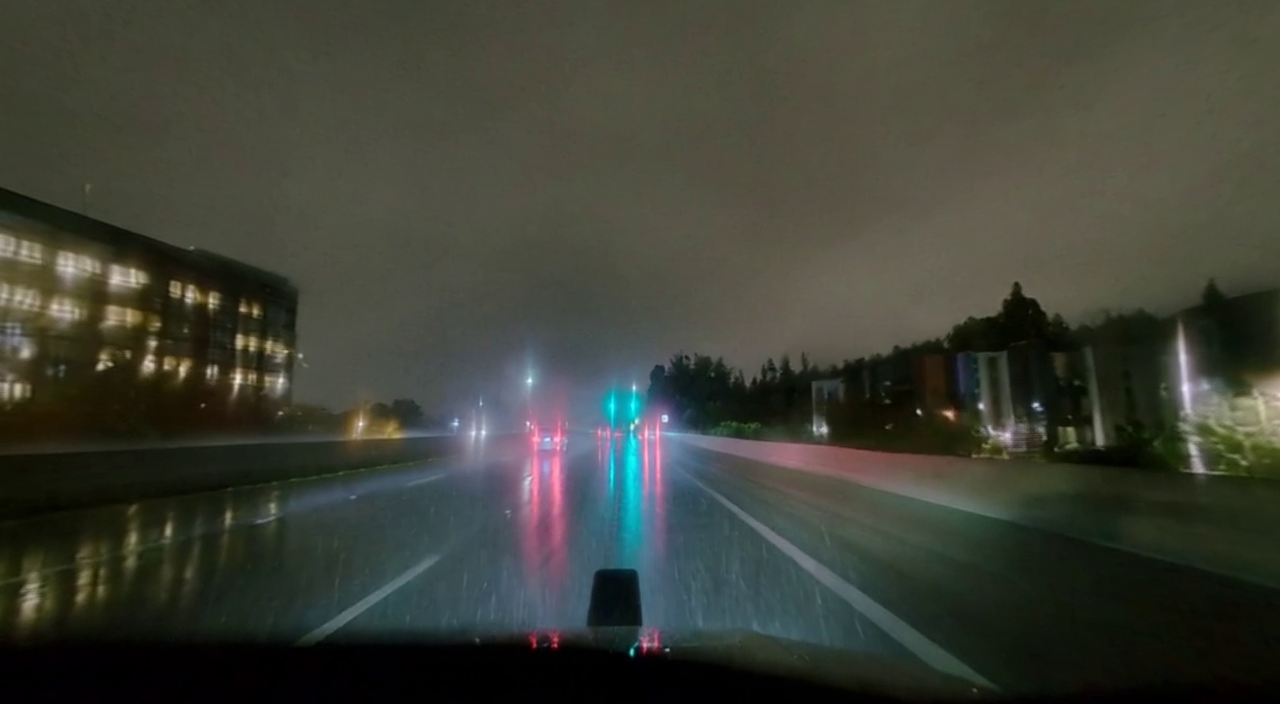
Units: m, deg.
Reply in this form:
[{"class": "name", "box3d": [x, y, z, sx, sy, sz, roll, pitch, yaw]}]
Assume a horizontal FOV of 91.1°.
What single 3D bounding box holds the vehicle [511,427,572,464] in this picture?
[{"class": "vehicle", "box3d": [-4.242, 4.094, 27.863, 1.996, 1.490, 4.571, 0, -8, -1]}]
